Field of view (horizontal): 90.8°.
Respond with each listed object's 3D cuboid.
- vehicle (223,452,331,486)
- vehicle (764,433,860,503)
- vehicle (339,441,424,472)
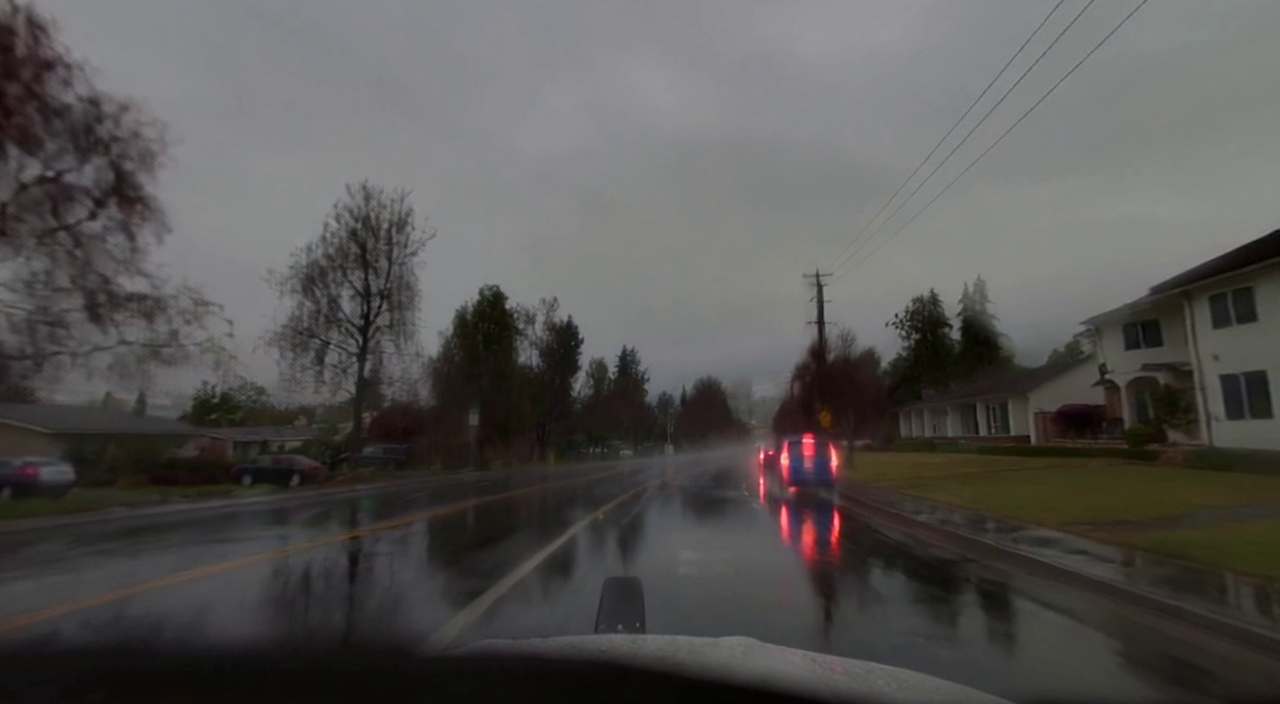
[{"bbox_3d":[-17.469,5.597,30.467,4.284,1.549,1.828,-2,-9,12],"label":"vehicle"},{"bbox_3d":[4.914,3.349,18.687,1.989,1.782,4.351,-1,-9,6],"label":"vehicle"},{"bbox_3d":[-18.290,7.387,44.782,5.134,2.110,2.040,-1,-9,6],"label":"vehicle"}]
